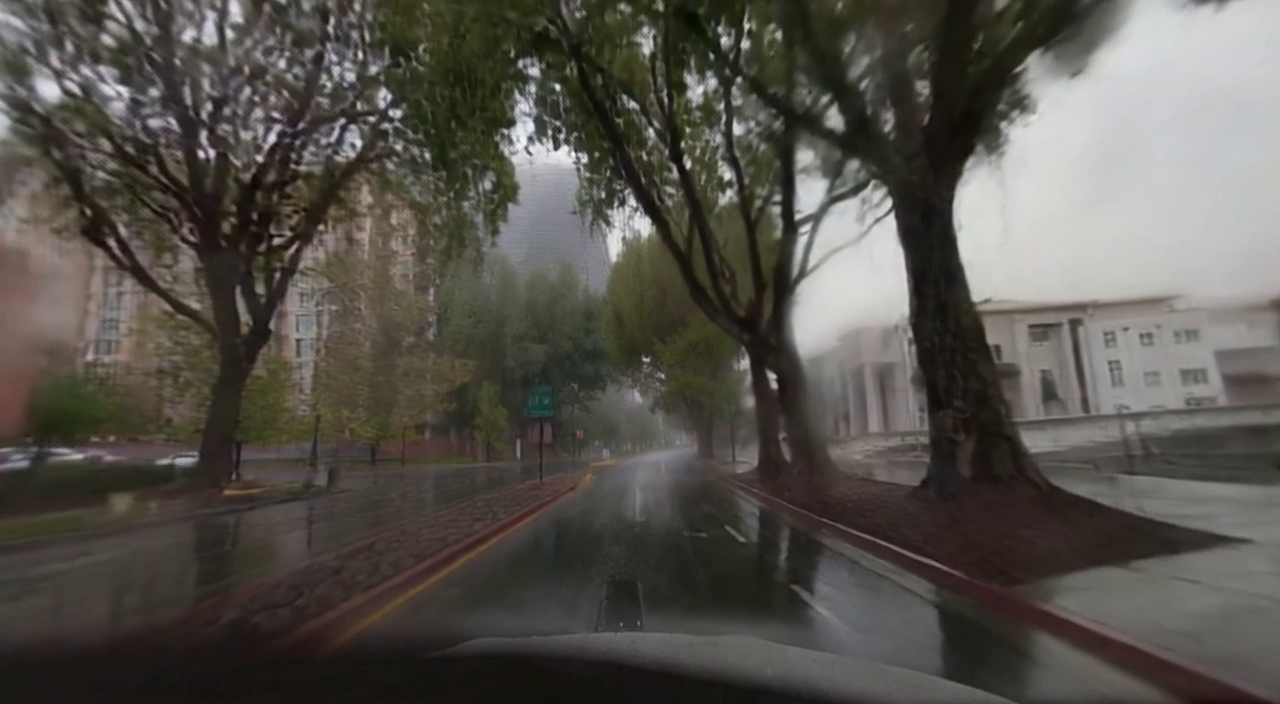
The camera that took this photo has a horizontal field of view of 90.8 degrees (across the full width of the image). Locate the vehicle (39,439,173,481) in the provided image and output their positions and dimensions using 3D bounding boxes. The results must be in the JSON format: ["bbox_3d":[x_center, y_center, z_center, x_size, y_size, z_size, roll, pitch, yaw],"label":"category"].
[{"bbox_3d":[-23.831,4.878,28.486,1.850,1.662,4.580,1,-10,2],"label":"vehicle"}]
